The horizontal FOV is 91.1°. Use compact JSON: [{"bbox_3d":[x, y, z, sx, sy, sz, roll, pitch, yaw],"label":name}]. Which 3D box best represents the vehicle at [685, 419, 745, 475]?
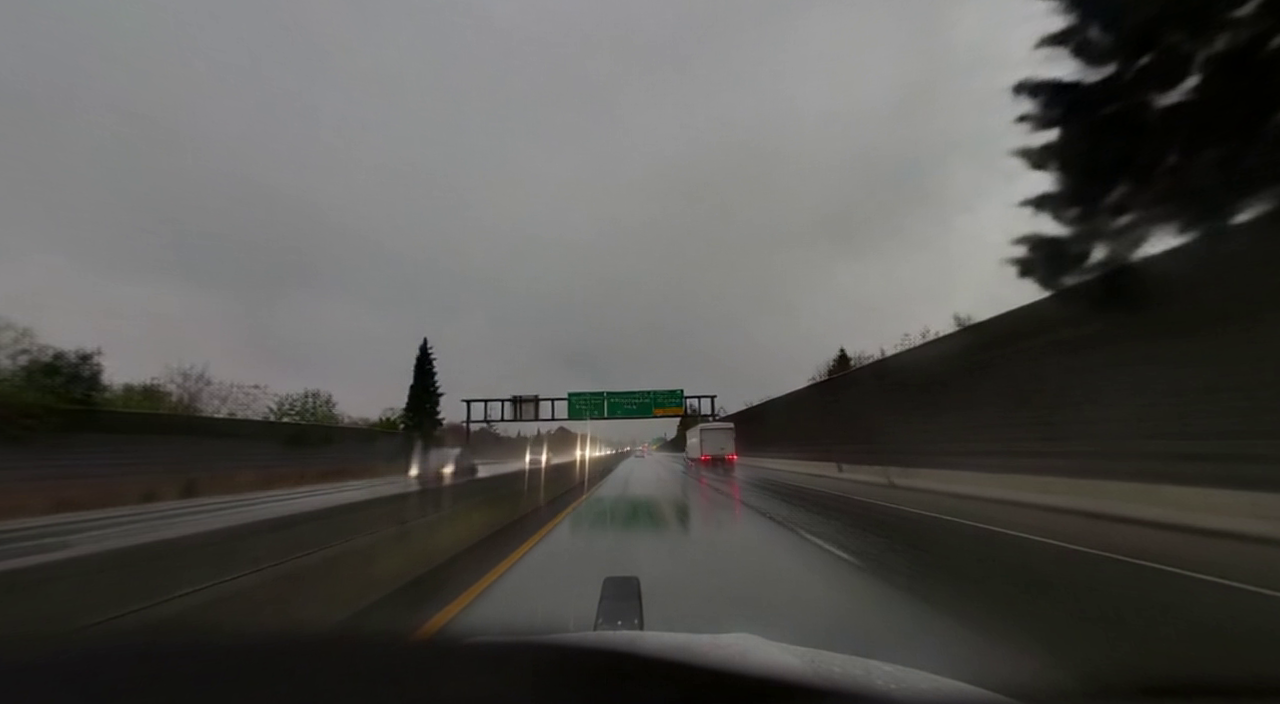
[{"bbox_3d":[4.043,5.356,35.372,2.449,2.805,6.763,0,-9,-1],"label":"vehicle"}]

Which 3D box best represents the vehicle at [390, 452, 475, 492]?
[{"bbox_3d":[-8.586,4.988,26.487,1.976,1.467,4.602,0,-9,0],"label":"vehicle"}]
